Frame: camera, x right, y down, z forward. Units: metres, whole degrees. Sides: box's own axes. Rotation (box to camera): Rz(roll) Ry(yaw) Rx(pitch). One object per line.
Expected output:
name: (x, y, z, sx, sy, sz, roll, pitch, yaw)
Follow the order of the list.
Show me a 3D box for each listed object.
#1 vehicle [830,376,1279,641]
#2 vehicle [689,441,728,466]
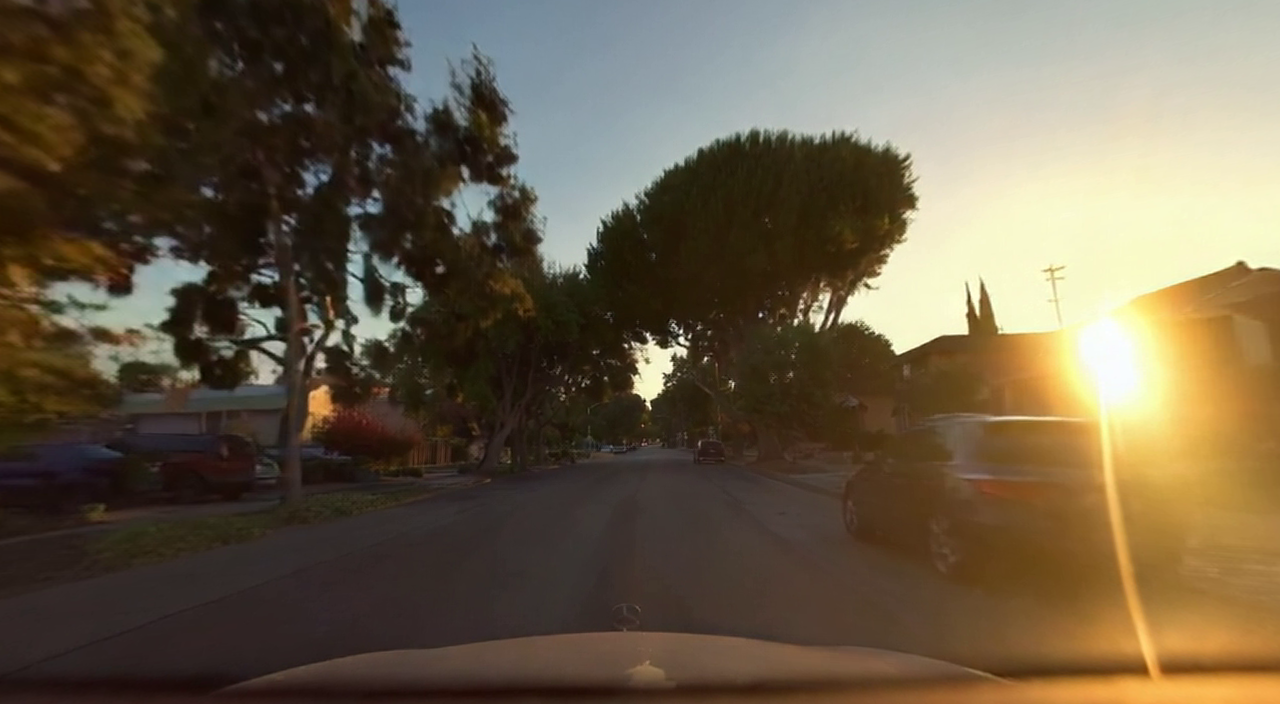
vehicle: (3.653, 1.354, 6.445, 2.055, 1.738, 4.448, 0, -8, 1)
vehicle: (4.413, 6.577, 41.137, 2.013, 1.473, 4.329, 0, -8, 0)
